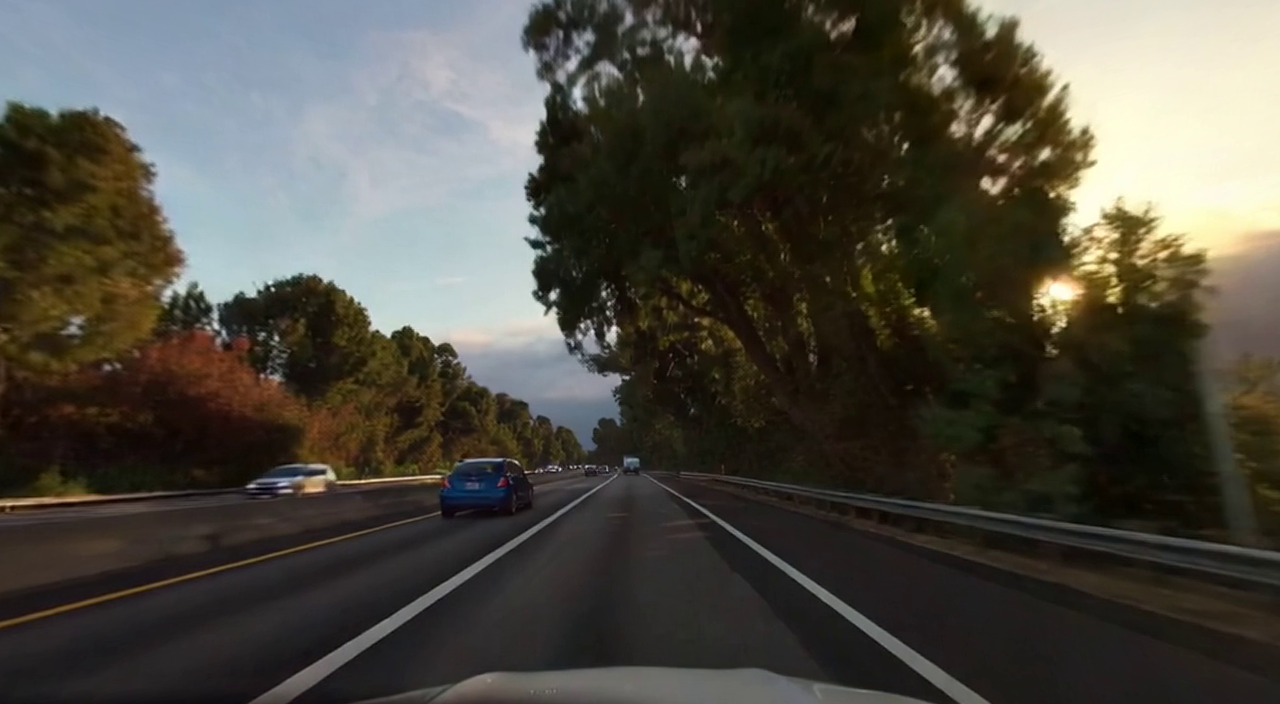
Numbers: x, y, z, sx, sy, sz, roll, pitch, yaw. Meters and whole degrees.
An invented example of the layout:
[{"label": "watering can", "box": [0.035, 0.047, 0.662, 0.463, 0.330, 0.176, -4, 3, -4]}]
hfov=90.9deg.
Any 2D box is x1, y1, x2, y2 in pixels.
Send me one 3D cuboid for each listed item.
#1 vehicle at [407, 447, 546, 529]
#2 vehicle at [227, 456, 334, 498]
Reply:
[{"label": "vehicle", "box": [-3.771, 3.271, 15.563, 2.123, 1.666, 4.709, 1, -10, 0]}, {"label": "vehicle", "box": [-17.537, 6.148, 31.098, 2.082, 1.847, 5.317, 1, -10, 0]}]
